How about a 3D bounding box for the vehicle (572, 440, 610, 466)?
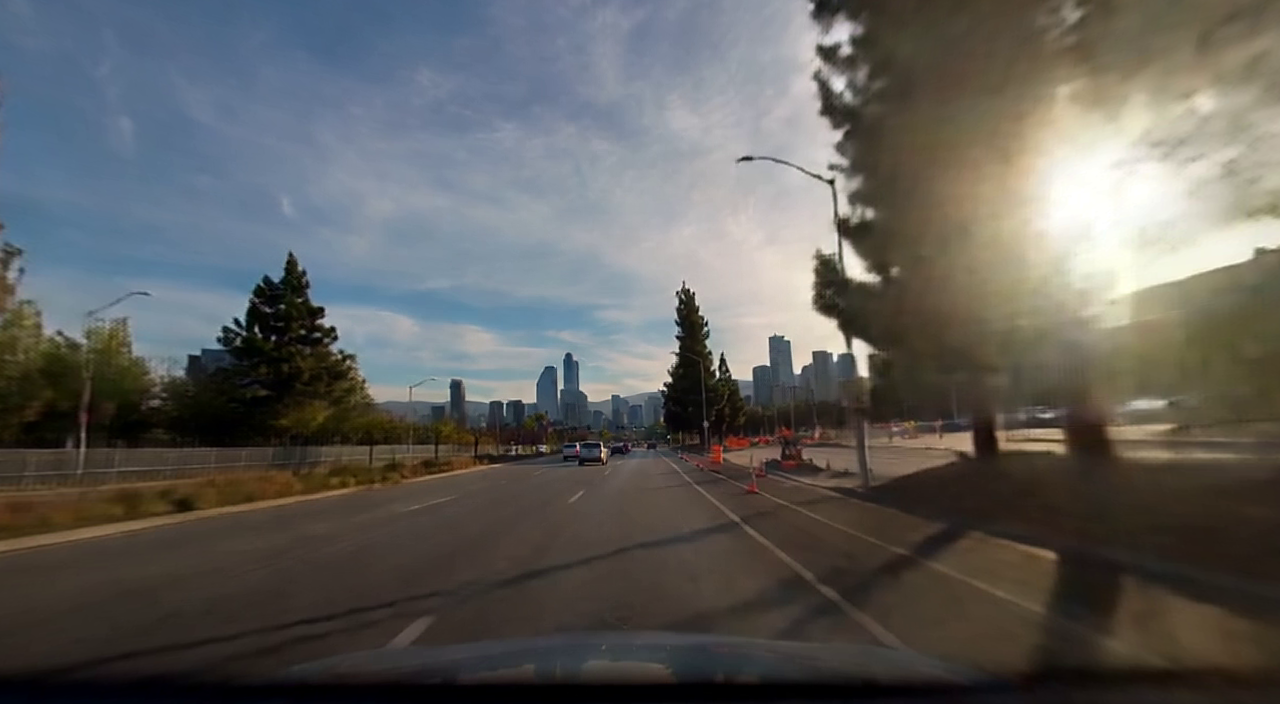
[{"bbox_3d":[-3.170,6.647,41.776,2.121,1.654,3.993,0,-8,1],"label":"vehicle"}]
